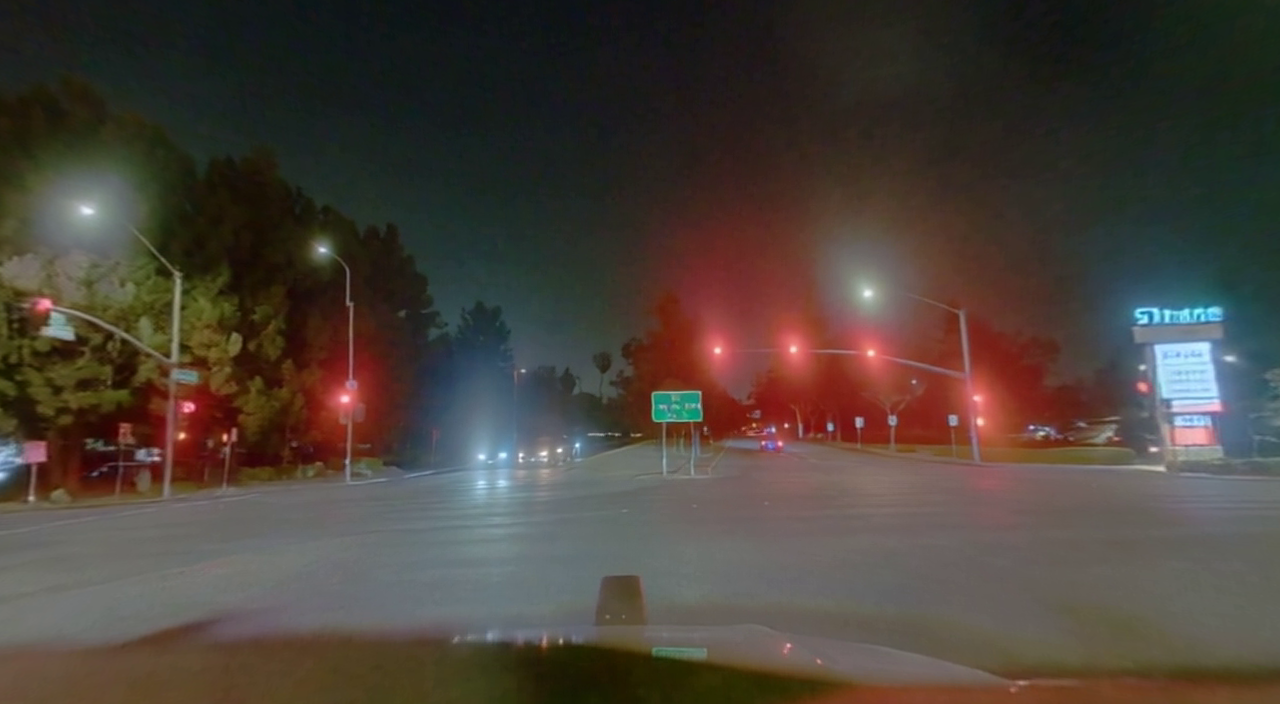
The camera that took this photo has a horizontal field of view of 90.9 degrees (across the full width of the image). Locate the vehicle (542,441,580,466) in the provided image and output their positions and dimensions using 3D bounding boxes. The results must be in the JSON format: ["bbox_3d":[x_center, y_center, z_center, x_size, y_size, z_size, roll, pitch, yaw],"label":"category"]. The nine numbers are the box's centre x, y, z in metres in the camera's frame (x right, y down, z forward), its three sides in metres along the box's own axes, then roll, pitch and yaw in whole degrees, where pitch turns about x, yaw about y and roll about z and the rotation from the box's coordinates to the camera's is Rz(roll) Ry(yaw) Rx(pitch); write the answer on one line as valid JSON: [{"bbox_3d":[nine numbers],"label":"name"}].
[{"bbox_3d":[-5.189,6.762,42.066,1.920,1.546,4.086,0,-9,2],"label":"vehicle"}]

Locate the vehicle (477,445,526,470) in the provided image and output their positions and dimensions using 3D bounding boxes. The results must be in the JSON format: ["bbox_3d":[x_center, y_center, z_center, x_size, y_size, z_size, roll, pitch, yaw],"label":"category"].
[{"bbox_3d":[-8.952,6.845,41.163,2.111,1.499,4.371,0,-9,1],"label":"vehicle"}]
